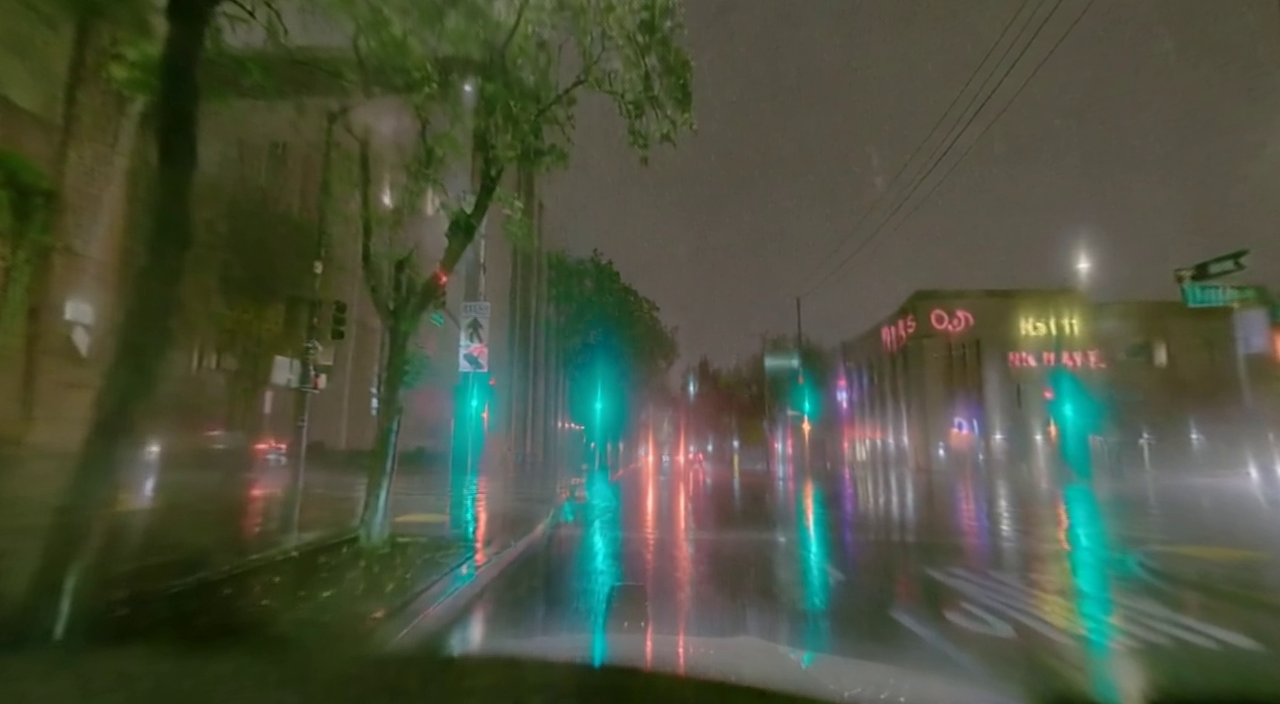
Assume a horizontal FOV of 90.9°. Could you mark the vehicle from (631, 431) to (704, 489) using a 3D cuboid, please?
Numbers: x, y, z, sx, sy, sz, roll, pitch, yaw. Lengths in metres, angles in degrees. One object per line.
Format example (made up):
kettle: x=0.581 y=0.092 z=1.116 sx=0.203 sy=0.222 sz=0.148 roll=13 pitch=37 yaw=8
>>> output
vehicle: x=0.838 y=3.391 z=20.115 sx=2.079 sy=1.621 sz=3.861 roll=-1 pitch=-8 yaw=1

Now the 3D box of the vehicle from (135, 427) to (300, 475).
vehicle: x=-14.345 y=3.383 z=21.576 sx=4.282 sy=1.519 sz=2.077 roll=-2 pitch=-8 yaw=7
